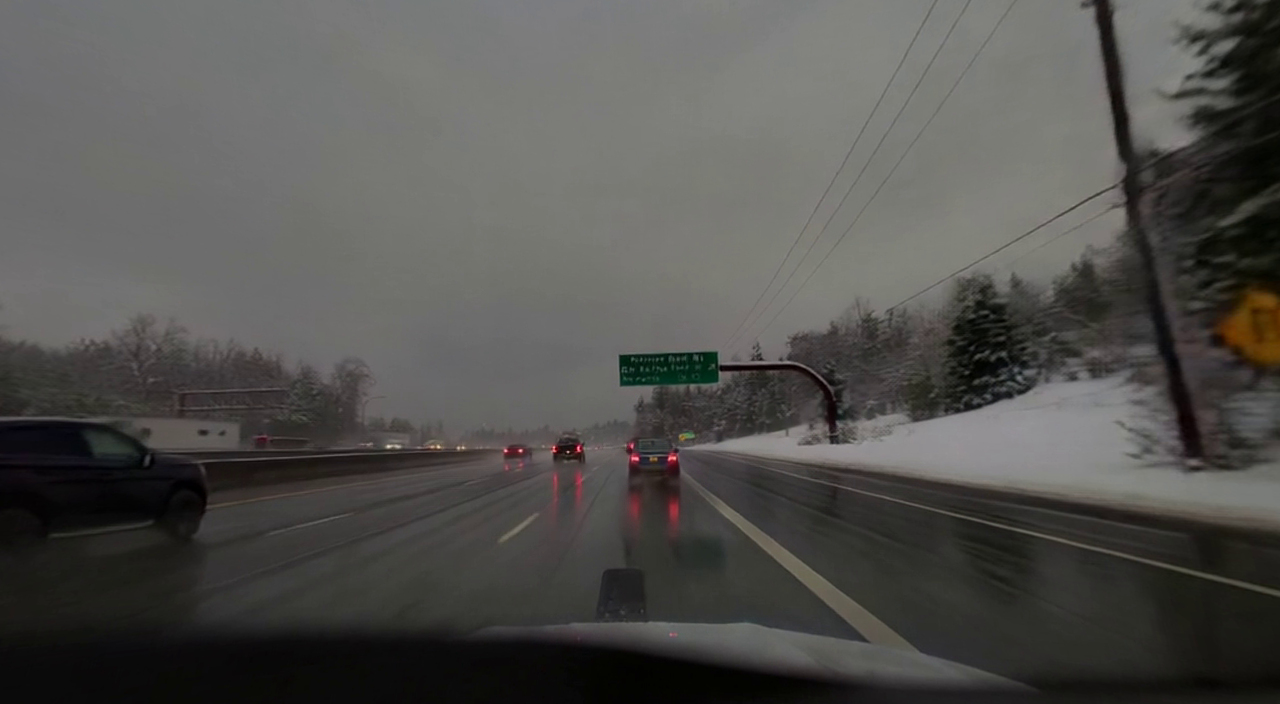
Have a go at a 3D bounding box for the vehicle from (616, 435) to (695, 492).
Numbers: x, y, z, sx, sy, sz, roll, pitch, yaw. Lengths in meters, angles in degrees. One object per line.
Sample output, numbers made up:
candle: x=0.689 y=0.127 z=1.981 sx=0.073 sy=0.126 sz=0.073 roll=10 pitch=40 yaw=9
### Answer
vehicle: x=0.351 y=3.228 z=18.638 sx=2.082 sy=1.482 sz=4.126 roll=0 pitch=-8 yaw=-2

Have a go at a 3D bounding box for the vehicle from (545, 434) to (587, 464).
vehicle: x=-4.647 y=6.174 z=40.257 sx=2.289 sy=1.777 sz=4.534 roll=0 pitch=-8 yaw=-2

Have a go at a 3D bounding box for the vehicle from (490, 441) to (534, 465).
vehicle: x=-8.356 y=6.624 z=41.565 sx=1.974 sy=1.464 sz=4.733 roll=0 pitch=-8 yaw=-1

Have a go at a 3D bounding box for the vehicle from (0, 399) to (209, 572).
vehicle: x=-7.762 y=1.483 z=7.205 sx=2.206 sy=1.788 sz=4.914 roll=0 pitch=-8 yaw=0
